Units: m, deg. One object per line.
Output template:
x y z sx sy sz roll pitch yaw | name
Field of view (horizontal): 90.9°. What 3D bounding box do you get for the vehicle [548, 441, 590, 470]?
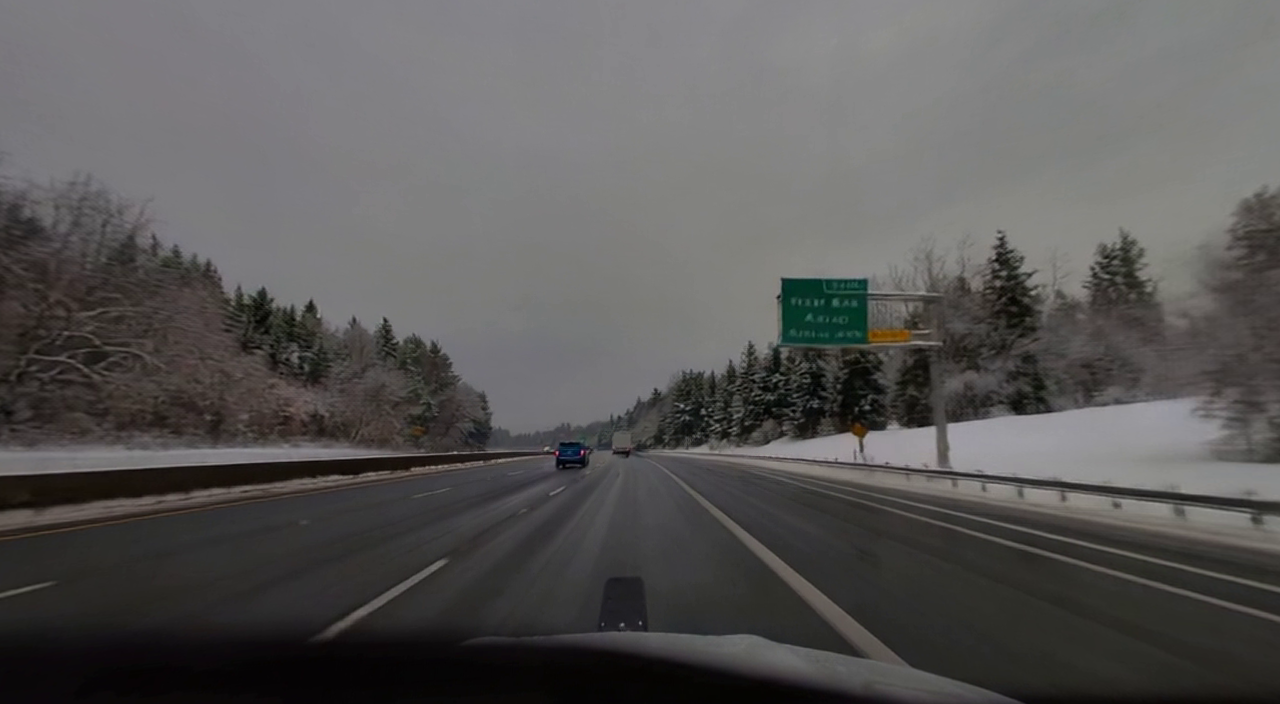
-4.390 6.469 39.742 2.162 1.724 4.537 0 -8 -1 | vehicle
